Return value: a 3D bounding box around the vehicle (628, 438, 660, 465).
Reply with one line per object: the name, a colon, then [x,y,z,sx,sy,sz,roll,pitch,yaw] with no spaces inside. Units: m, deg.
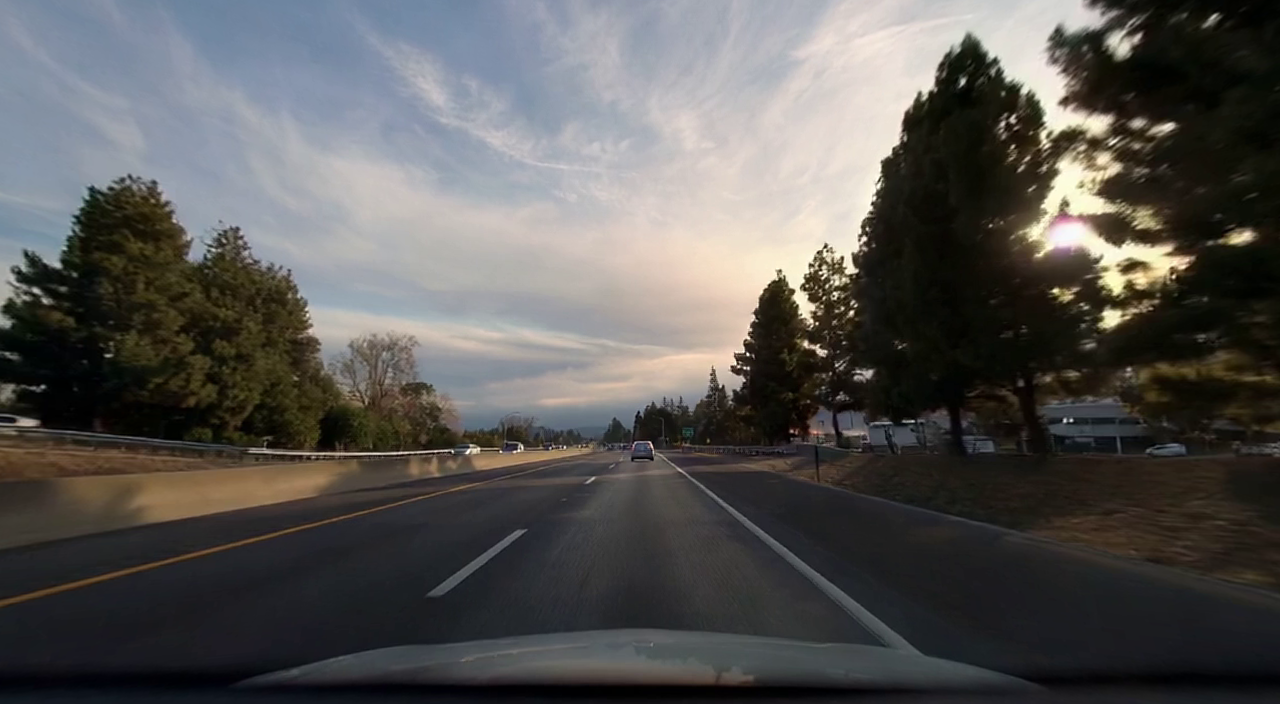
vehicle: [0.234,6.511,41.118,2.029,1.666,4.064,0,-8,0]
